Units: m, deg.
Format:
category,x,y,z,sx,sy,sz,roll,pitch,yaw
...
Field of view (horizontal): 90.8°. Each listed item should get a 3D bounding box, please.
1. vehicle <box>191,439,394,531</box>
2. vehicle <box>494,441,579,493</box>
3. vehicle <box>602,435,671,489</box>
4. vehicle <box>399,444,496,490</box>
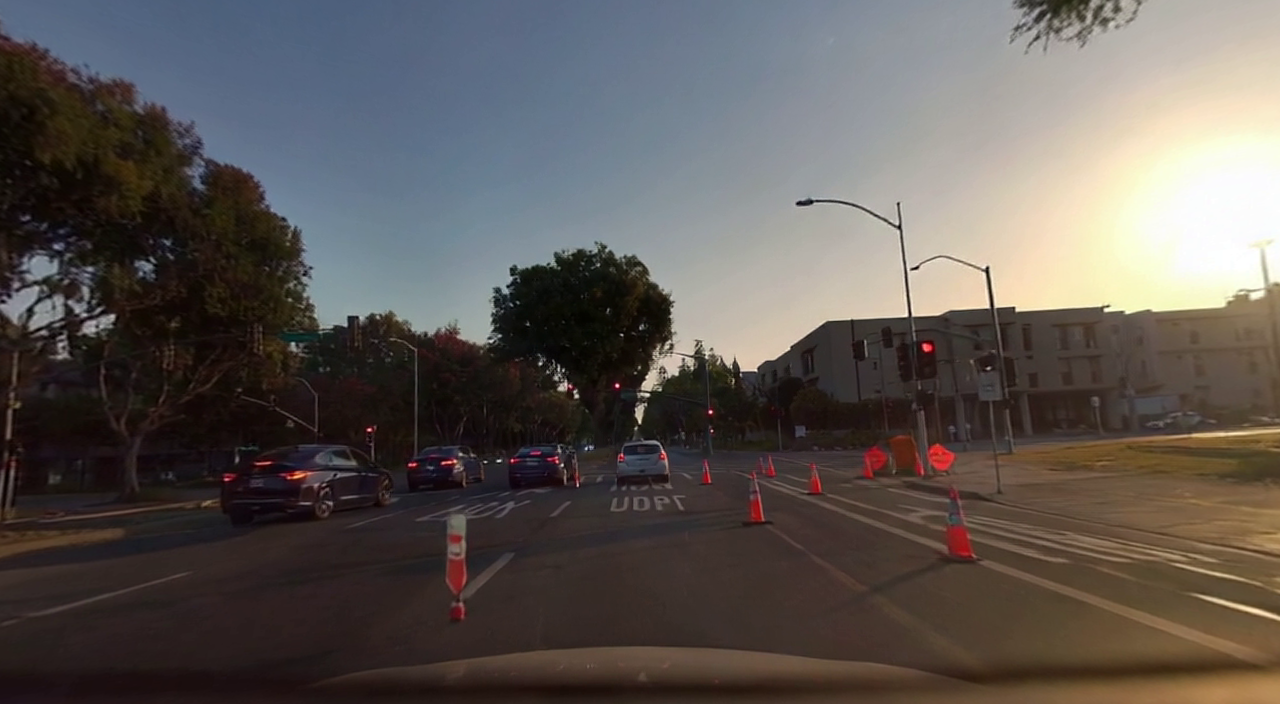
category,x,y,z,sx,sy,sz,roll,pitch,yaw
vehicle,-6.869,2.624,13.095,1.869,1.570,4.064,0,-8,0
vehicle,-3.140,3.572,20.007,1.946,1.437,4.154,0,-8,1
vehicle,-0.096,3.482,20.349,1.985,1.521,3.968,0,-8,0
vehicle,-6.727,4.043,22.589,2.074,1.447,4.224,0,-8,1
